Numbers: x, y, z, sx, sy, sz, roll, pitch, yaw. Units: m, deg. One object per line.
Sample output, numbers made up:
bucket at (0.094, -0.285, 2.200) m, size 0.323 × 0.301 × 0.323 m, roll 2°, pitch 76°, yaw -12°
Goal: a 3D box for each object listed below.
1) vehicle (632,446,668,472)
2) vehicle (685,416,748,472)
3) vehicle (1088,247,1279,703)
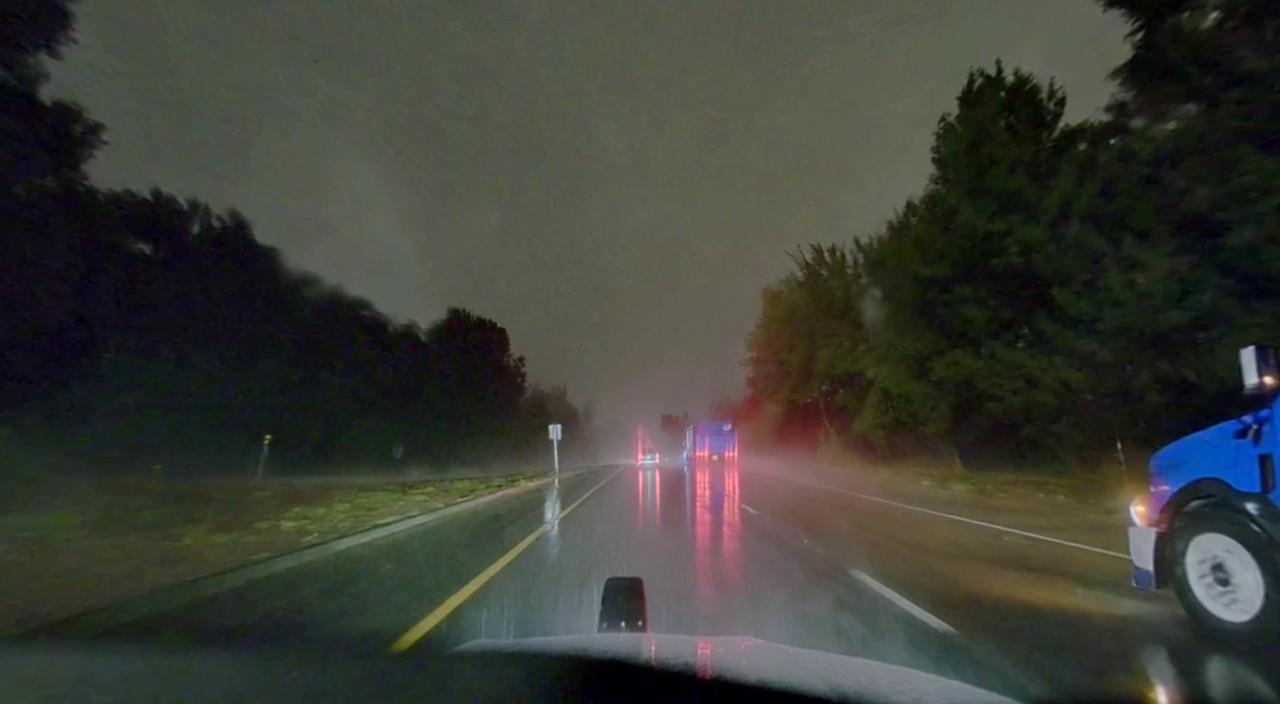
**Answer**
vehicle at (0.604, 6.749, 39.769) m, size 2.170 × 1.544 × 4.373 m, roll 0°, pitch -8°, yaw 1°
vehicle at (4.703, 5.906, 40.287) m, size 3.015 × 3.211 × 7.982 m, roll 0°, pitch -9°, yaw 0°
vehicle at (4.293, 0.338, 1.092) m, size 2.484 × 2.248 × 6.267 m, roll 0°, pitch -8°, yaw 2°
